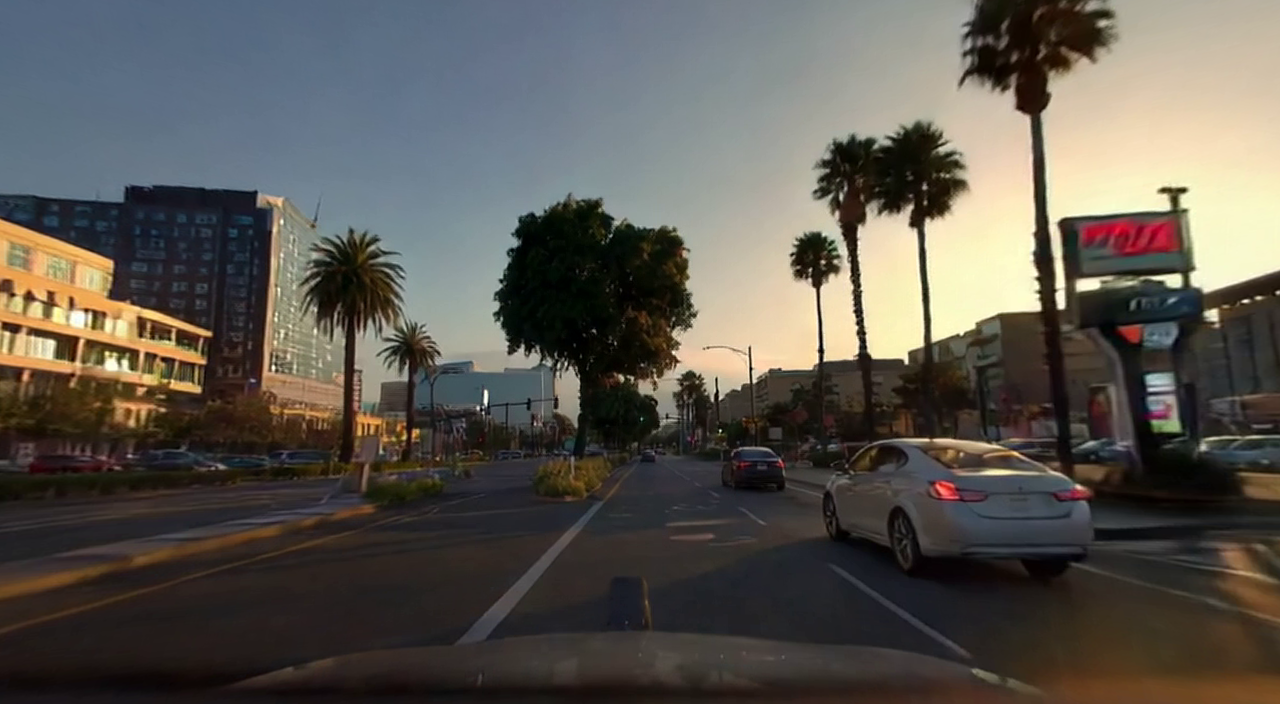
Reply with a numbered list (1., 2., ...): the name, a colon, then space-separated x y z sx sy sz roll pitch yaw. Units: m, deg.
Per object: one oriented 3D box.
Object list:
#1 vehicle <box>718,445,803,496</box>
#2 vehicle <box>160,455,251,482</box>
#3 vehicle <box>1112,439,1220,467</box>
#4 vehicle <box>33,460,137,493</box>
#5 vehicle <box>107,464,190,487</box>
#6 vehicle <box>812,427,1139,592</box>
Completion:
1. vehicle: 3.862 3.867 21.085 1.870 1.467 4.800 0 -9 0
2. vehicle: -31.491 8.457 45.781 4.978 1.873 2.164 0 -9 0
3. vehicle: 29.053 5.574 34.938 1.759 1.440 4.112 4 -9 -24
4. vehicle: -33.690 7.543 38.357 4.422 1.599 2.087 -4 -8 1
5. vehicle: -32.965 8.265 42.304 4.252 1.419 1.997 -2 -9 11
6. vehicle: 3.722 1.796 8.048 1.931 1.534 4.126 0 -9 1
